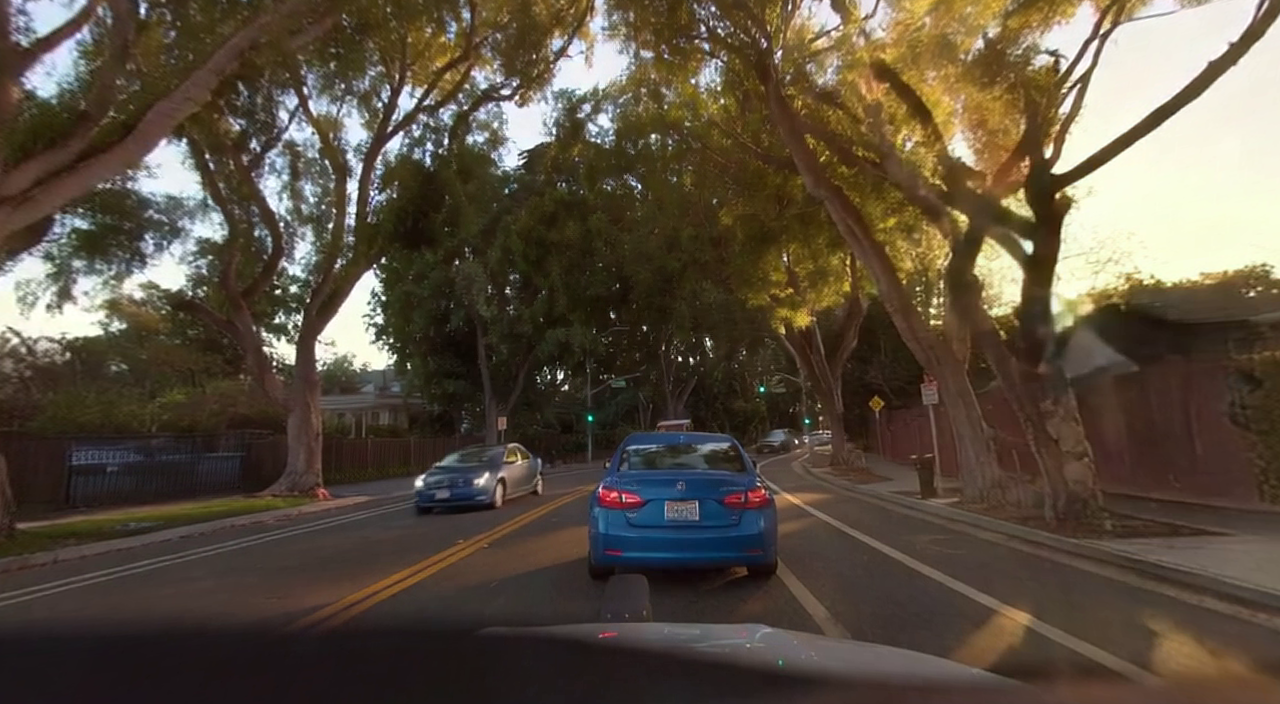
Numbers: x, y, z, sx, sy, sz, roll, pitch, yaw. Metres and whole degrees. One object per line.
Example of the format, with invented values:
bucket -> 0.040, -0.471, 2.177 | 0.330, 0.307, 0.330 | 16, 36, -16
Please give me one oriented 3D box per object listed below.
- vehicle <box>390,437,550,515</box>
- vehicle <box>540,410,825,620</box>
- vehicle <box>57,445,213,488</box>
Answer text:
vehicle -> -3.623, 2.723, 14.446 | 2.060, 1.479, 4.462 | -1, -8, 6
vehicle -> 0.350, 1.482, 6.645 | 2.070, 1.516, 3.936 | 0, -8, 1
vehicle -> -18.091, 4.098, 22.715 | 4.069, 1.445, 2.063 | -2, -9, 9
